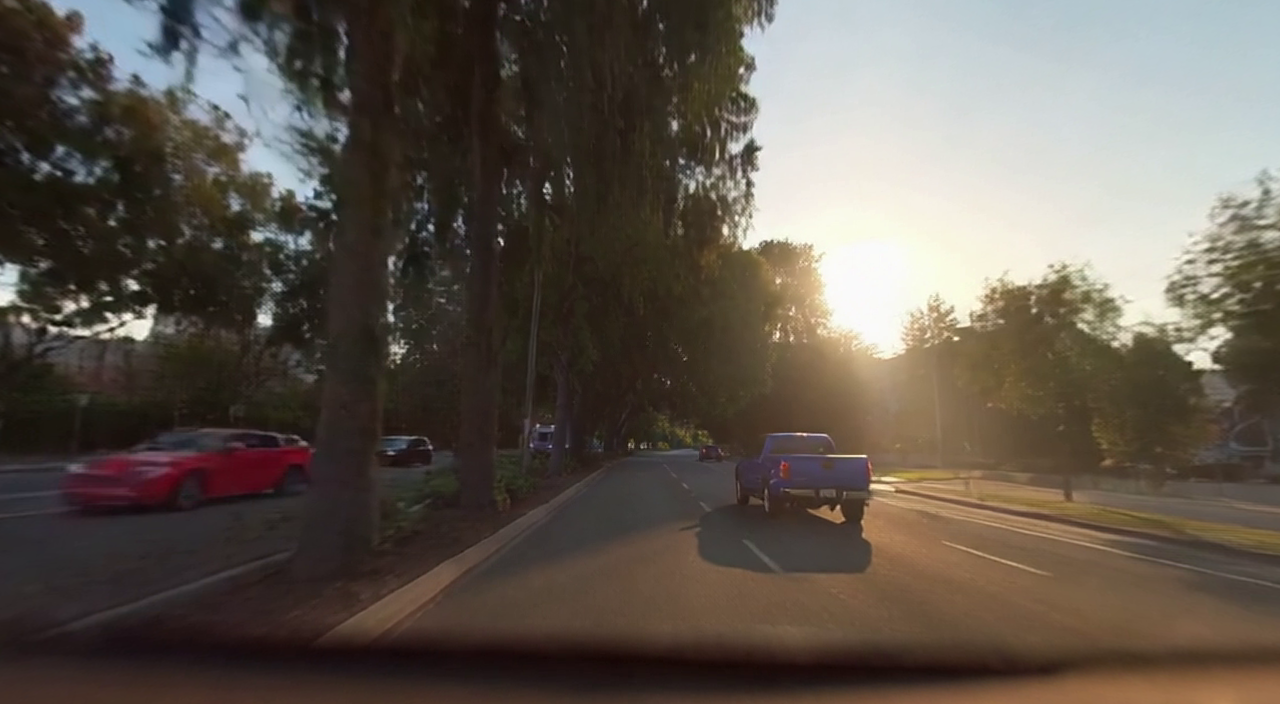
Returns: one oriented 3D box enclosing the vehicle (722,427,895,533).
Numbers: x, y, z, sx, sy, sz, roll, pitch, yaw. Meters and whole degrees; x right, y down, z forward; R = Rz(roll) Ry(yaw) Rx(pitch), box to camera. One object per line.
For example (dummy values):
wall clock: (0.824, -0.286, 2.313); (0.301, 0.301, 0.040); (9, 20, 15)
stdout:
vehicle: (3.050, 2.436, 12.635); (2.108, 1.712, 4.616); (0, -8, -1)

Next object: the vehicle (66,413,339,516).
vehicle: (-8.099, 2.143, 12.410); (2.121, 1.639, 4.525); (0, -8, 0)

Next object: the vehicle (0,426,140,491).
vehicle: (-15.534, 2.679, 16.015); (1.870, 1.472, 4.410); (0, -8, 3)

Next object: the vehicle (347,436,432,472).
vehicle: (-10.959, 4.476, 27.989); (1.892, 1.471, 4.532); (0, -8, 0)
